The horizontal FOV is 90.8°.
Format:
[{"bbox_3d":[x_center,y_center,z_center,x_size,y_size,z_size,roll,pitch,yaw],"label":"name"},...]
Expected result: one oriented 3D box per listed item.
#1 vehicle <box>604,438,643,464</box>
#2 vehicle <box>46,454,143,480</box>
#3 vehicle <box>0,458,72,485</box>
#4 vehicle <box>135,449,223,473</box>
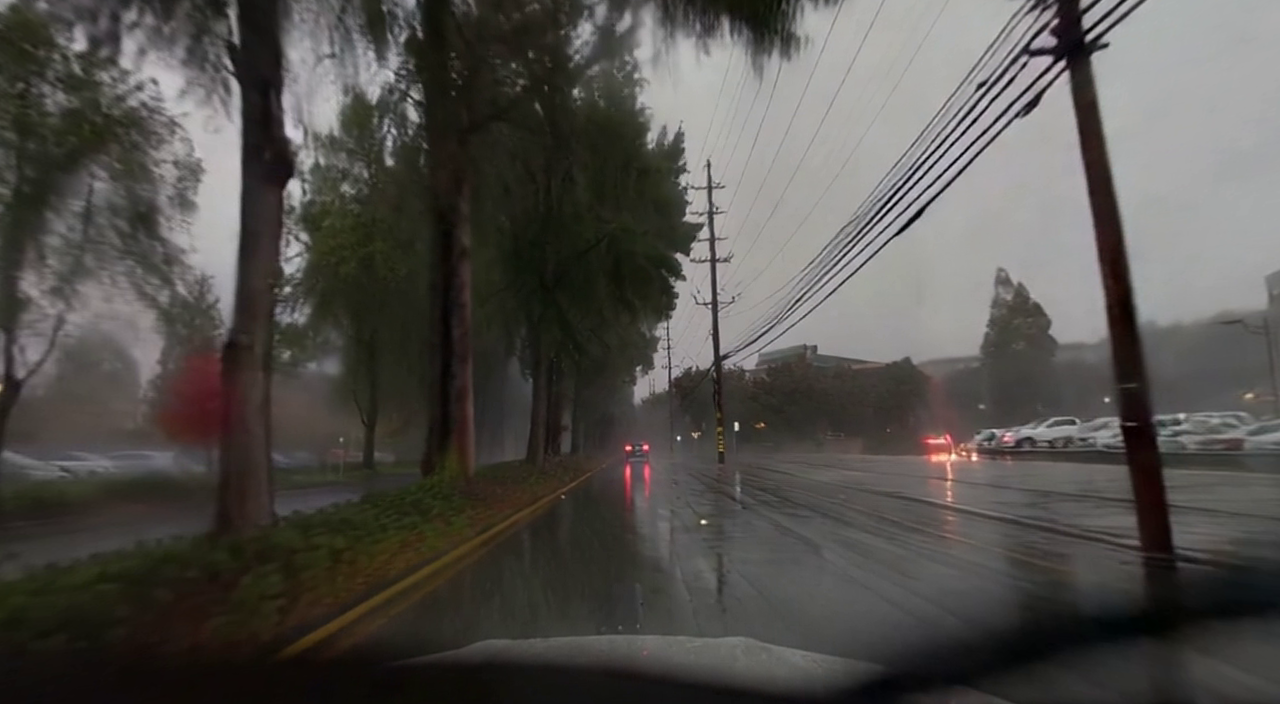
[{"bbox_3d":[-1.251,7.107,45.403,2.240,1.704,4.374,1,-9,-8],"label":"vehicle"},{"bbox_3d":[-33.595,7.072,38.959,4.323,1.523,1.900,0,-7,3],"label":"vehicle"},{"bbox_3d":[-33.663,6.420,34.038,4.186,1.373,2.055,-1,-9,3],"label":"vehicle"},{"bbox_3d":[-34.087,8.070,46.832,4.764,1.722,2.198,0,-9,0],"label":"vehicle"}]
